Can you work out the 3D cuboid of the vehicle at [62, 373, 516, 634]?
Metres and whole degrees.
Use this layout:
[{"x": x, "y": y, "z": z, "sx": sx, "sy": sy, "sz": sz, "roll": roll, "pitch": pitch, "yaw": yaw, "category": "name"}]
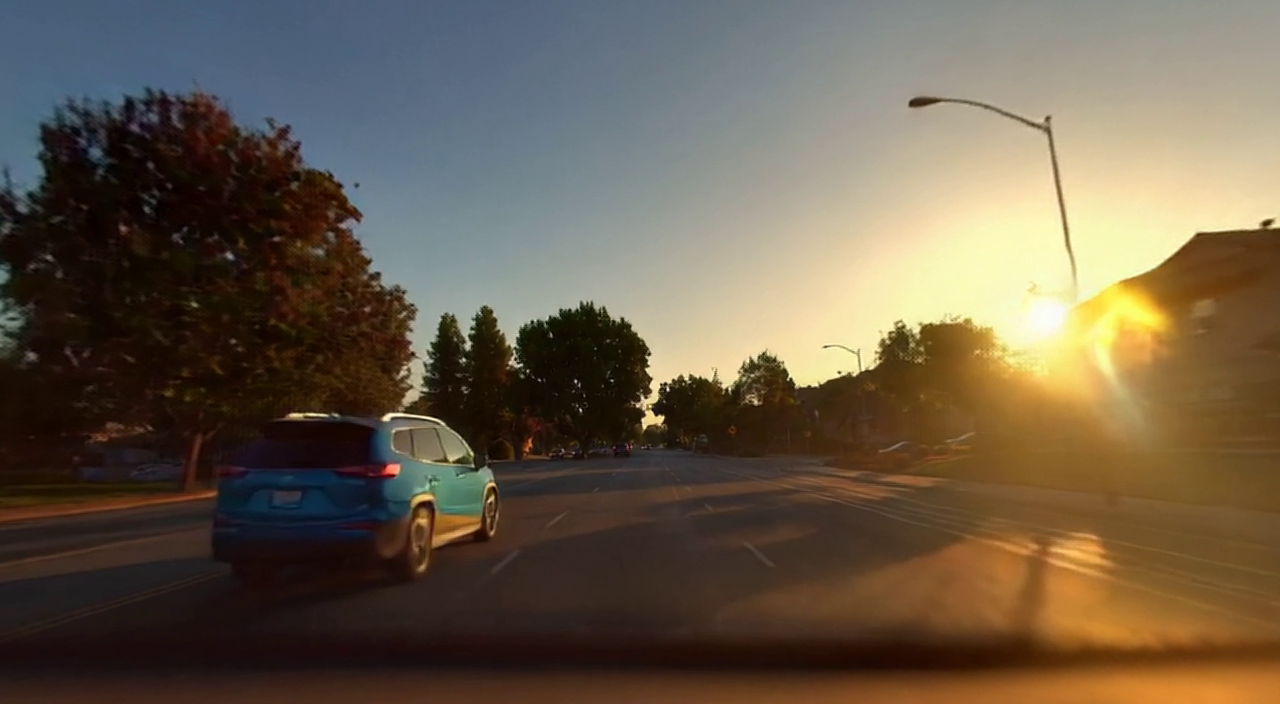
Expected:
[{"x": -2.984, "y": 1.427, "z": 6.957, "sx": 2.179, "sy": 1.851, "sz": 4.756, "roll": 0, "pitch": -8, "yaw": 1, "category": "vehicle"}]
